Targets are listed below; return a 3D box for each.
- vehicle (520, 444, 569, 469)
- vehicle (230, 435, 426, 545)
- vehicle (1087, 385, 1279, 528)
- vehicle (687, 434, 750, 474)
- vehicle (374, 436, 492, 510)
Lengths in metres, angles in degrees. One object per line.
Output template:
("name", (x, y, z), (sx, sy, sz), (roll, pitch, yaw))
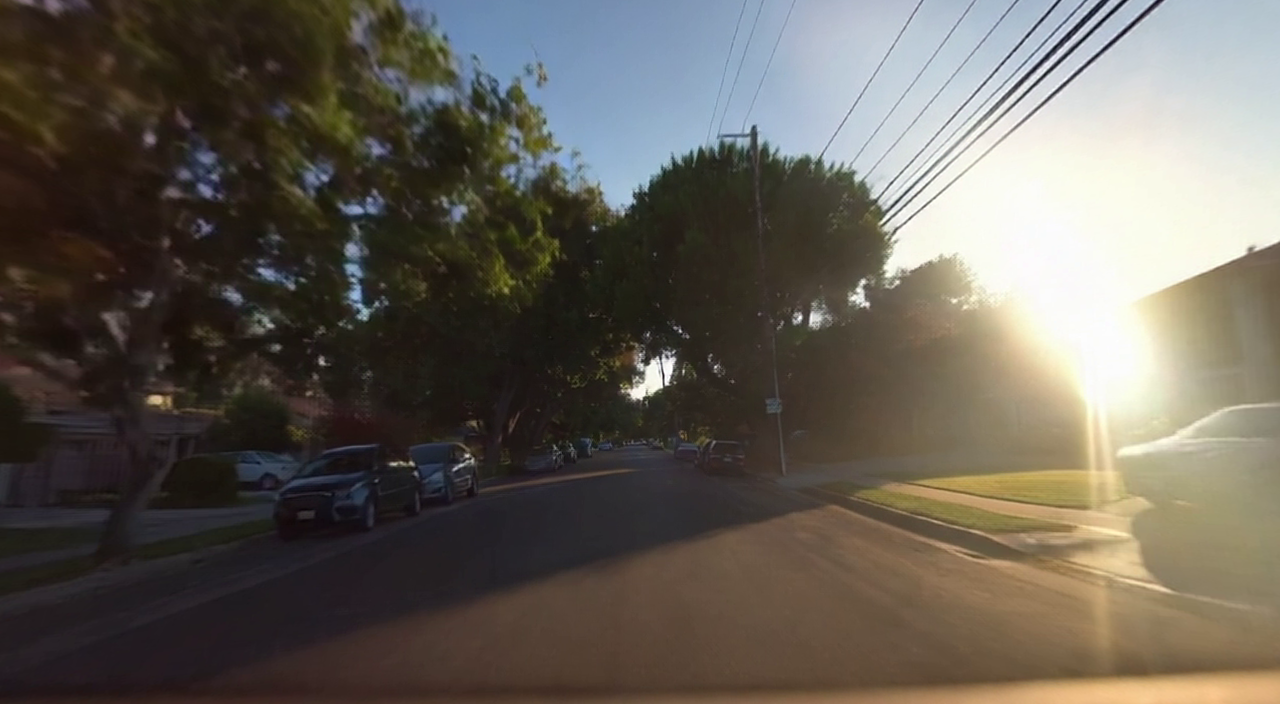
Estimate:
("vehicle", (-5.878, 6.556, 39.571), (2.199, 1.439, 4.757), (-1, -9, 2))
("vehicle", (-6.057, 2.629, 12.885), (2.035, 1.736, 3.955), (-3, -7, -1))
("vehicle", (9.927, 1.428, 9.674), (4.559, 1.843, 2.081), (-3, -6, -3))
("vehicle", (3.568, 4.718, 29.594), (2.247, 1.618, 4.655), (2, -8, -1))
("vehicle", (-5.894, 3.448, 18.542), (1.989, 1.756, 4.378), (-4, -8, 0))
